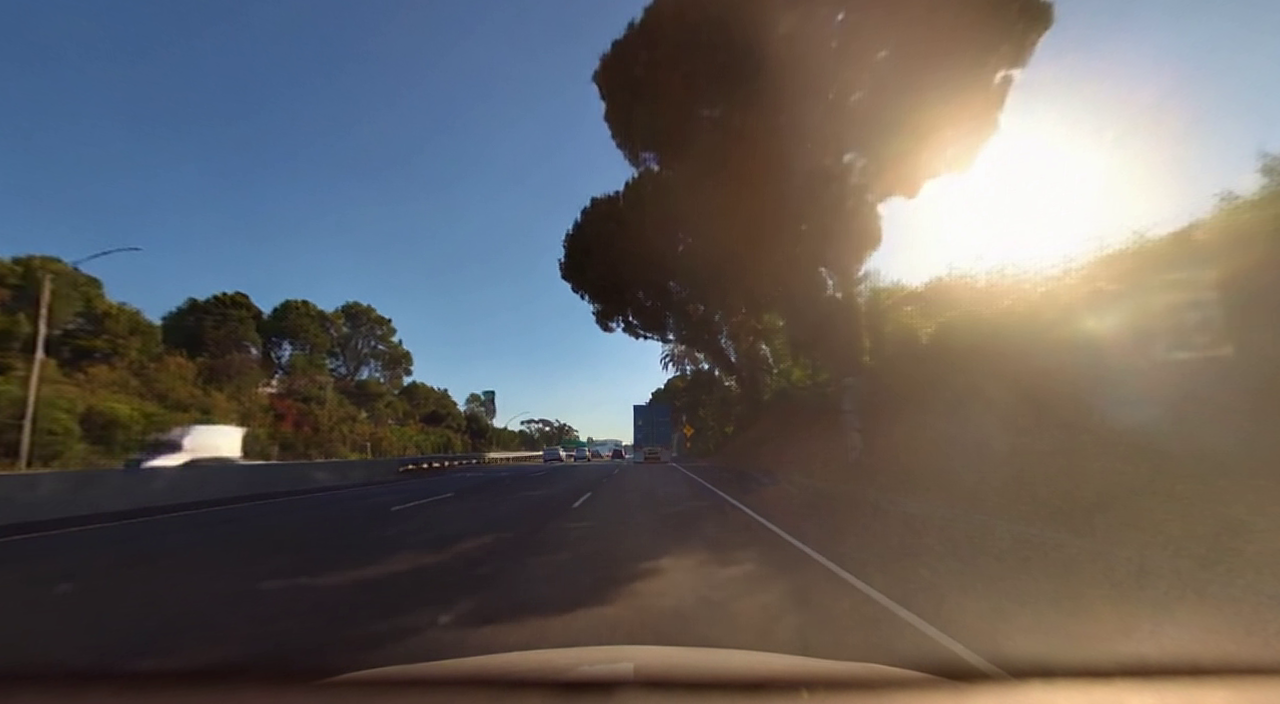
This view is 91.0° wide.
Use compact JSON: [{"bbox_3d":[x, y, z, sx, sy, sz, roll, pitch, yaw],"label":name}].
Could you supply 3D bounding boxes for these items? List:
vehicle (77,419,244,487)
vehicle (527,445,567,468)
[{"bbox_3d":[-20.153,4.264,26.981,2.292,2.558,5.893,0,-8,1],"label":"vehicle"},{"bbox_3d":[-6.470,7.321,44.426,2.017,1.517,4.766,0,-8,1],"label":"vehicle"}]
